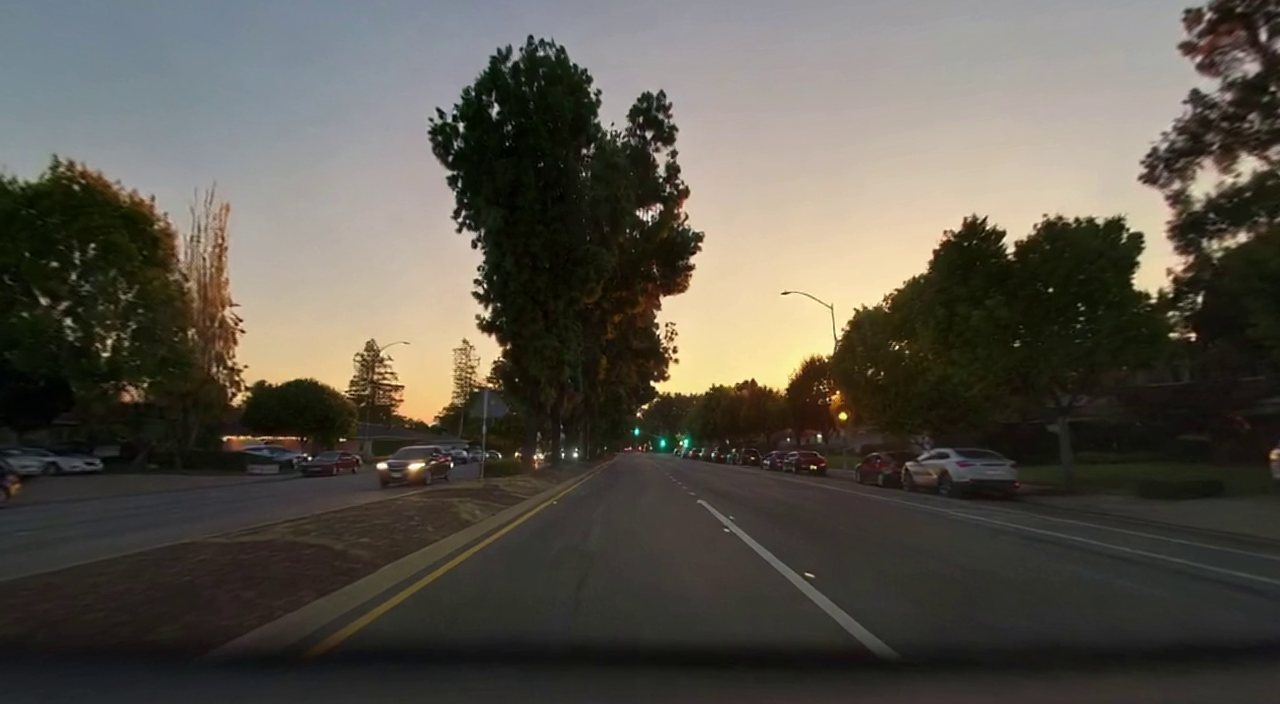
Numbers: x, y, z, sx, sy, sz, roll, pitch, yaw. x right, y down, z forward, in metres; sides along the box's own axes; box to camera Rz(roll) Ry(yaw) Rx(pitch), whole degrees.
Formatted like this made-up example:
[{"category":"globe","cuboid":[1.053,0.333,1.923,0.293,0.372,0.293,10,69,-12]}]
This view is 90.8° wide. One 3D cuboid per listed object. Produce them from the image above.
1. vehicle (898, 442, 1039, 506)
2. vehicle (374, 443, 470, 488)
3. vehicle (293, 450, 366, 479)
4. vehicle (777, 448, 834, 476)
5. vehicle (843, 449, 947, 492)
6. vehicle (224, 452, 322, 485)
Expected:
[{"category":"vehicle","cuboid":[9.794,3.612,19.293,1.882,1.702,4.346,0,-8,-1]},{"category":"vehicle","cuboid":[-8.032,4.194,23.797,1.913,1.485,4.624,0,-8,1]},{"category":"vehicle","cuboid":[-18.438,6.679,37.796,1.885,1.553,4.864,0,-8,0]},{"category":"vehicle","cuboid":[9.616,6.415,37.107,1.899,1.475,4.572,0,-8,-2]},{"category":"vehicle","cuboid":[9.632,4.481,24.316,1.961,1.456,4.493,0,-8,-2]},{"category":"vehicle","cuboid":[-18.429,5.842,32.083,1.813,1.494,5.131,-1,-8,1]}]
